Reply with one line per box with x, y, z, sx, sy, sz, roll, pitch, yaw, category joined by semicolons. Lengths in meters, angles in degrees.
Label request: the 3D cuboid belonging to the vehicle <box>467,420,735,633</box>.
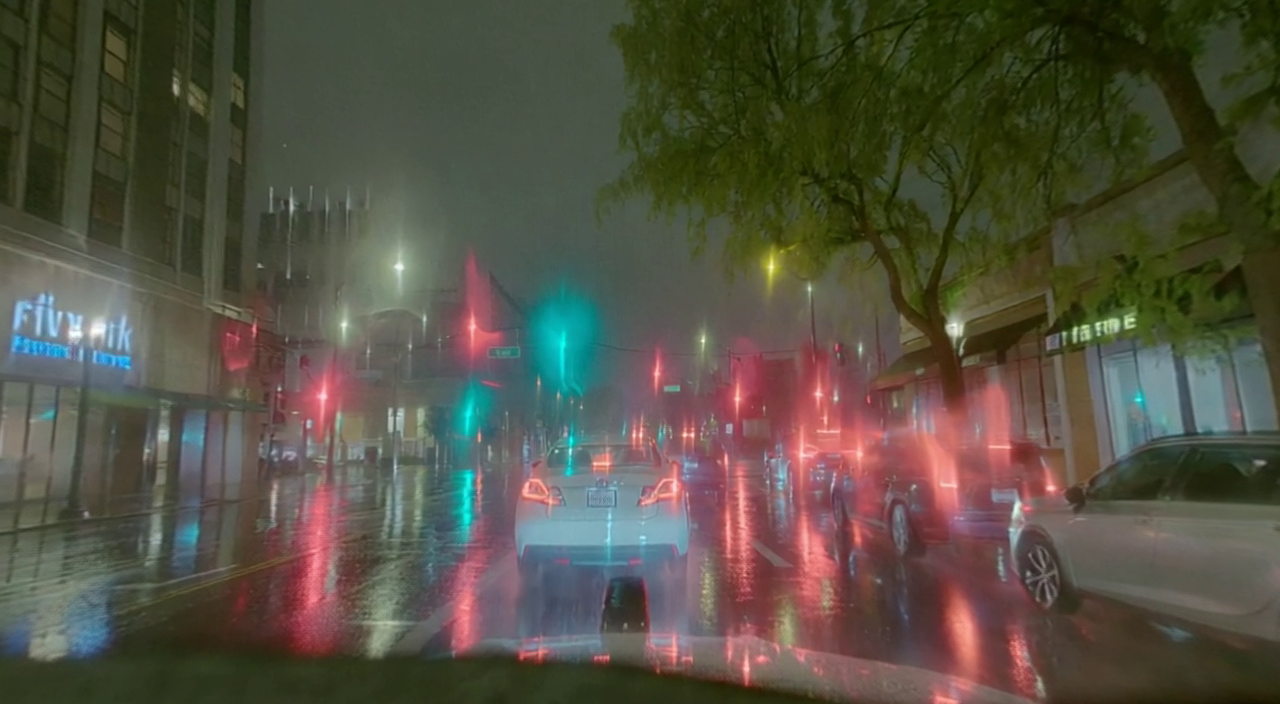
-0.280;1.511;6.379;1.888;1.489;3.703;0;-8;0;vehicle

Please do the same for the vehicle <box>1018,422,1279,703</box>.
3.177;0.828;1.110;2.006;1.496;4.767;0;-9;-1;vehicle

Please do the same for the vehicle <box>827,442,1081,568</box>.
4.536;2.217;10.085;1.912;1.505;4.618;-1;-8;4;vehicle
